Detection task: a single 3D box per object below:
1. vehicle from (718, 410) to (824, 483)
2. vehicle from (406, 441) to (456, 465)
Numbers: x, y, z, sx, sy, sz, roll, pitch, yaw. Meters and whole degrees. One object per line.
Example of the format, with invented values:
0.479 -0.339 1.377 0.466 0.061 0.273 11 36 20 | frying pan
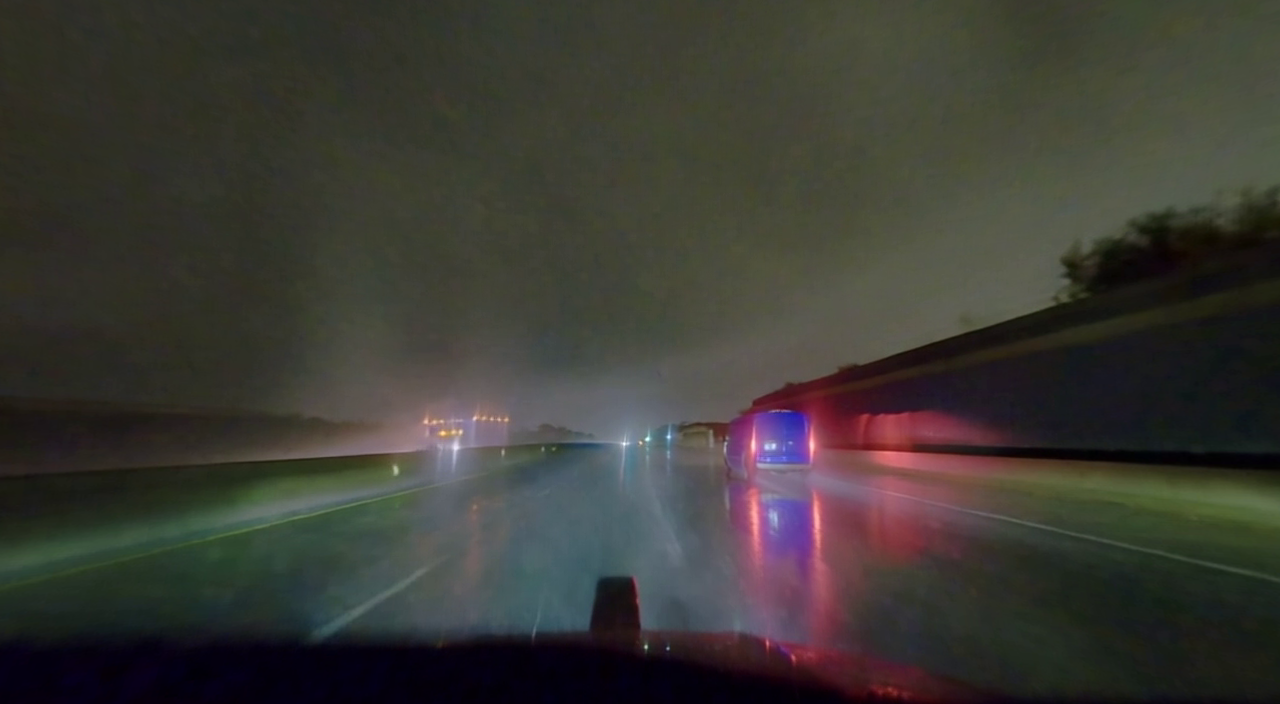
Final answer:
3.914 2.933 19.733 2.161 2.002 4.631 0 -8 -2 | vehicle
-14.039 6.797 42.589 1.890 1.523 4.262 -1 -8 0 | vehicle
